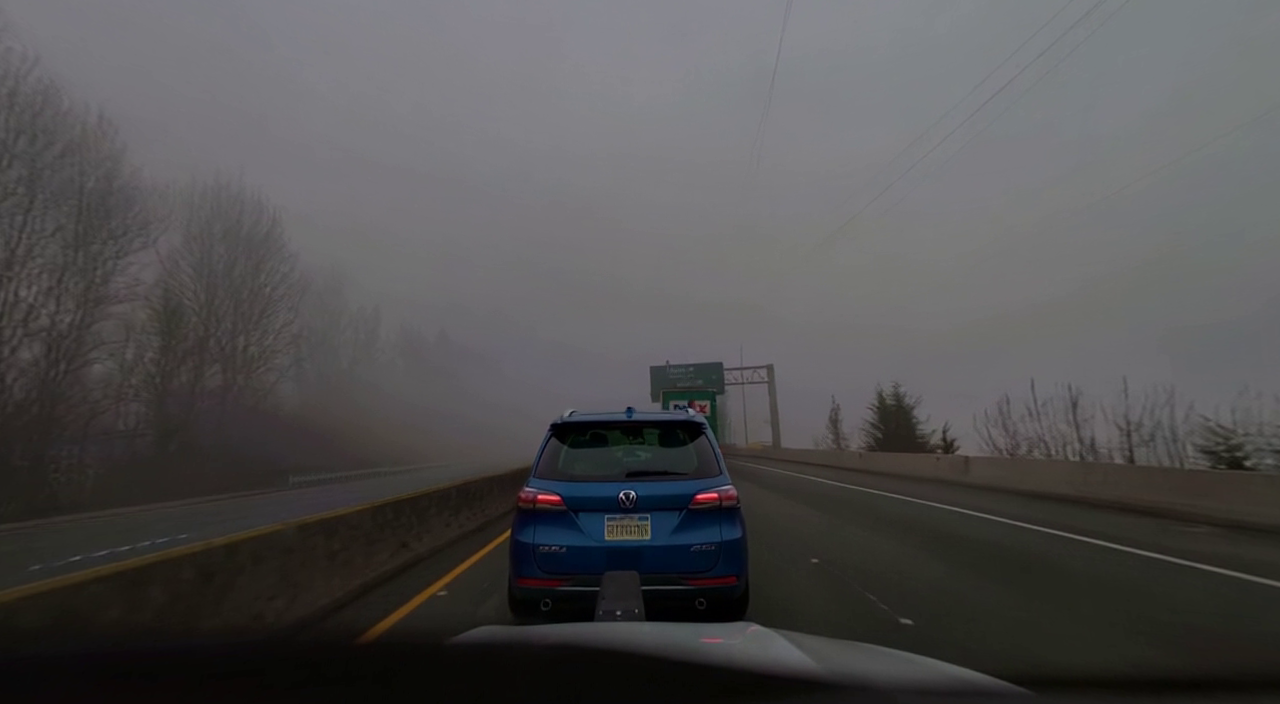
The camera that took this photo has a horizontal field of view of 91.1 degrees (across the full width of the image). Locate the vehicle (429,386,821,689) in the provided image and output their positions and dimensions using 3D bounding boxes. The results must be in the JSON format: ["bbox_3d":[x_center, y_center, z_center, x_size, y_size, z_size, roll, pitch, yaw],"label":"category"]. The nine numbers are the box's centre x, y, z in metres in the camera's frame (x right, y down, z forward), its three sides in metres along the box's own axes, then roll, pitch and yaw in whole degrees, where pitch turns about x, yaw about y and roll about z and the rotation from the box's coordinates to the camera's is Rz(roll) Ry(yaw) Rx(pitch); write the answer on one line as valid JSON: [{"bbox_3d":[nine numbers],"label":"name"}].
[{"bbox_3d":[-0.134,1.243,5.355,2.062,1.581,3.914,0,-8,-2],"label":"vehicle"}]
